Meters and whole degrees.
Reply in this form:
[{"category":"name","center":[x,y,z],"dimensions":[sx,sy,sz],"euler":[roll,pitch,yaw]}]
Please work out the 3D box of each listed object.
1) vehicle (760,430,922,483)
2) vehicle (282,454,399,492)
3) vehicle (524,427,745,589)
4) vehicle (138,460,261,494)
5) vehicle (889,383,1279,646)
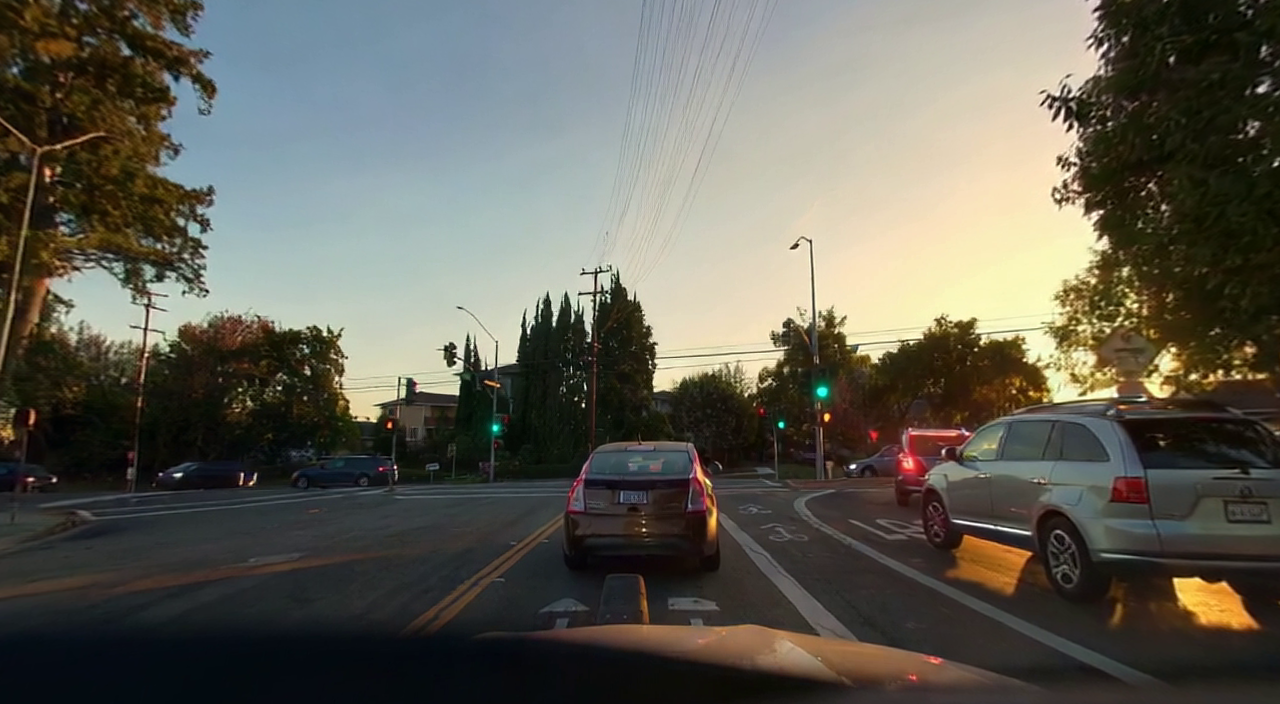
[{"category":"vehicle","center":[7.915,4.202,25.492],"dimensions":[5.857,2.016,2.273],"euler":[-1,-8,7]},{"category":"vehicle","center":[-13.789,5.536,29.168],"dimensions":[4.485,1.625,1.980],"euler":[-2,-9,10]},{"category":"vehicle","center":[0.009,1.811,8.275],"dimensions":[2.078,1.506,4.512],"euler":[0,-8,2]},{"category":"vehicle","center":[-21.023,5.951,30.172],"dimensions":[4.736,1.475,1.921],"euler":[-2,-9,9]},{"category":"vehicle","center":[4.617,1.496,6.936],"dimensions":[2.095,1.836,4.895],"euler":[-1,-8,5]}]
